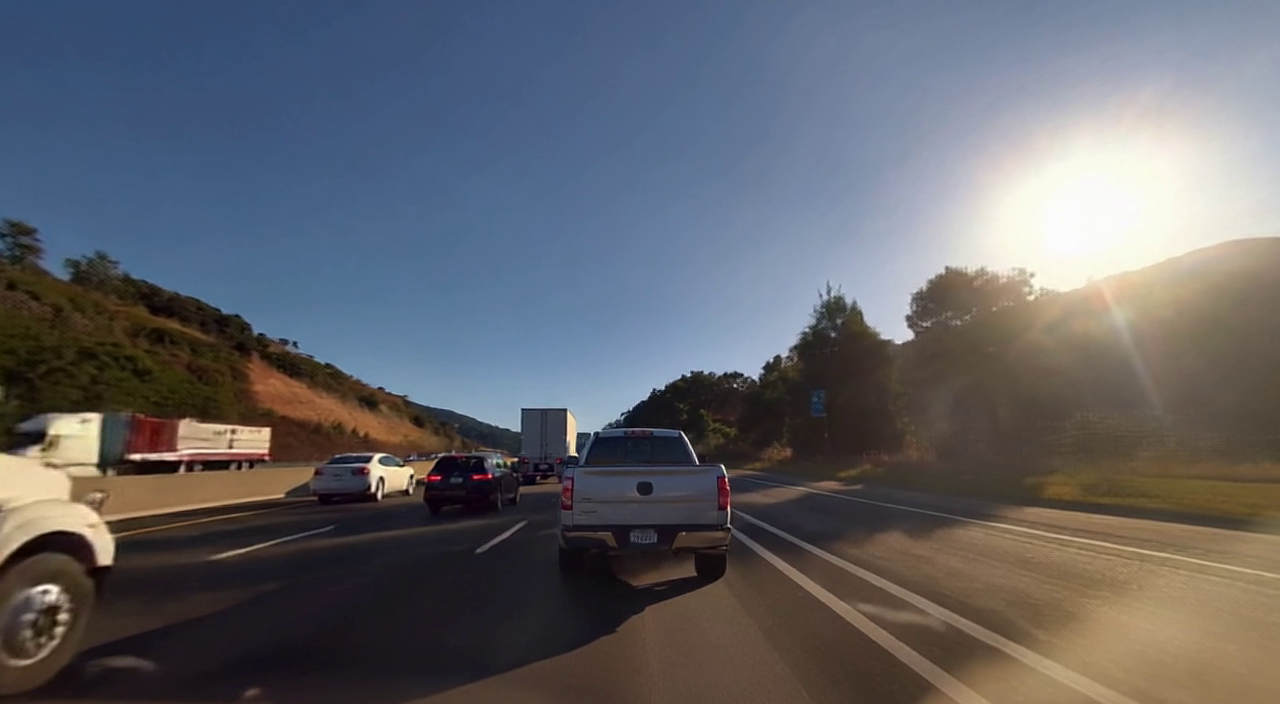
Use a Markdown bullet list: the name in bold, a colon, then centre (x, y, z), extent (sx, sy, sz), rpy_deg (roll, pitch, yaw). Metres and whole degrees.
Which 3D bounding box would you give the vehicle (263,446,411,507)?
- **vehicle**: centre (-8.210, 3.393, 17.693), extent (1.874, 1.470, 4.576), rpy_deg (0, -9, 0)

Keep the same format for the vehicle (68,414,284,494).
- **vehicle**: centre (-23.141, 5.251, 32.775), extent (2.735, 3.428, 11.168), rpy_deg (0, -9, 0)

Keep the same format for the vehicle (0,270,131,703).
- **vehicle**: centre (-3.914, 0.438, 1.089), extent (2.055, 2.144, 4.782), rpy_deg (0, -9, -1)

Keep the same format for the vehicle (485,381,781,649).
- **vehicle**: centre (-0.090, 1.361, 6.062), extent (1.995, 1.798, 3.380), rpy_deg (0, -9, -1)

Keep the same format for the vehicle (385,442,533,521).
- **vehicle**: centre (-3.896, 2.851, 14.481), extent (1.986, 1.501, 4.407), rpy_deg (-1, -9, 1)
